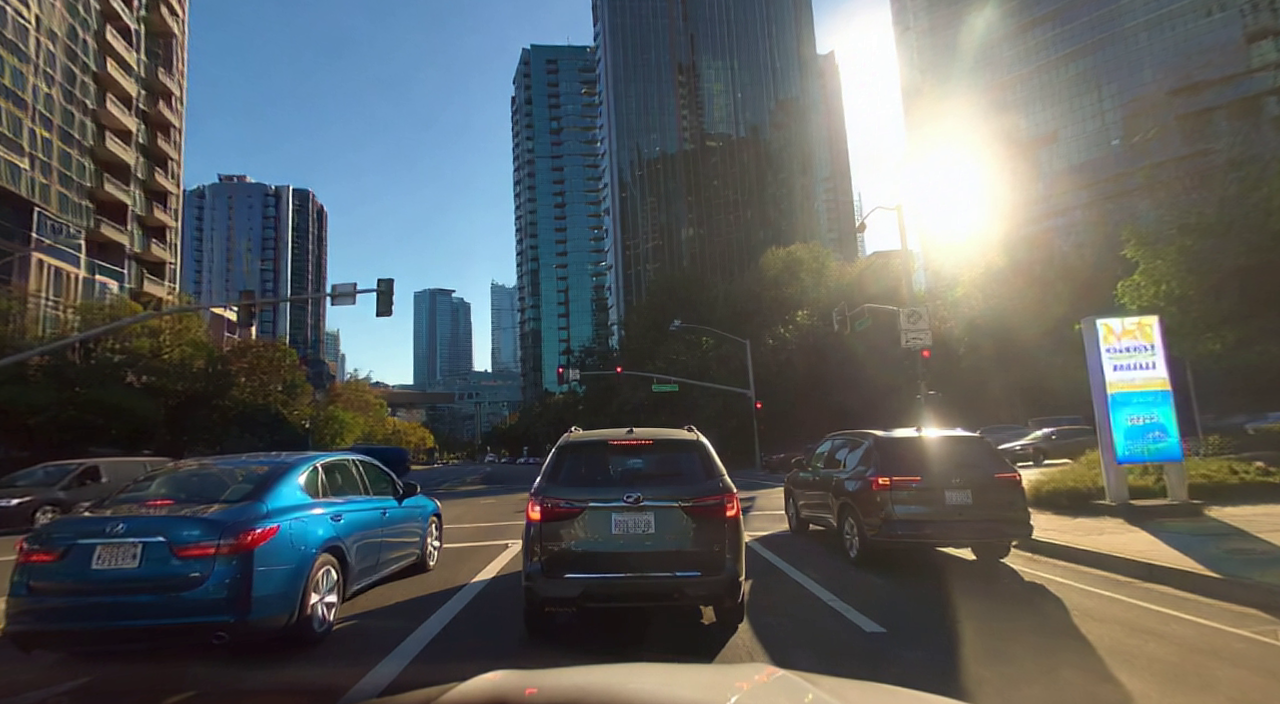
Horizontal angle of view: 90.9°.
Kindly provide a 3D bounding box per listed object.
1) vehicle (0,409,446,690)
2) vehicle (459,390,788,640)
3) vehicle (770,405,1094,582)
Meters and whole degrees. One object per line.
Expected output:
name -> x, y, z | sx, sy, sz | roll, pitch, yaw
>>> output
vehicle -> -3.548, 1.421, 5.819 | 1.906, 1.524, 4.547 | 0, -8, 2
vehicle -> -0.130, 1.408, 6.433 | 2.195, 1.662, 4.262 | 0, -8, -1
vehicle -> 3.217, 1.662, 8.251 | 2.004, 1.646, 4.554 | 0, -8, -1
